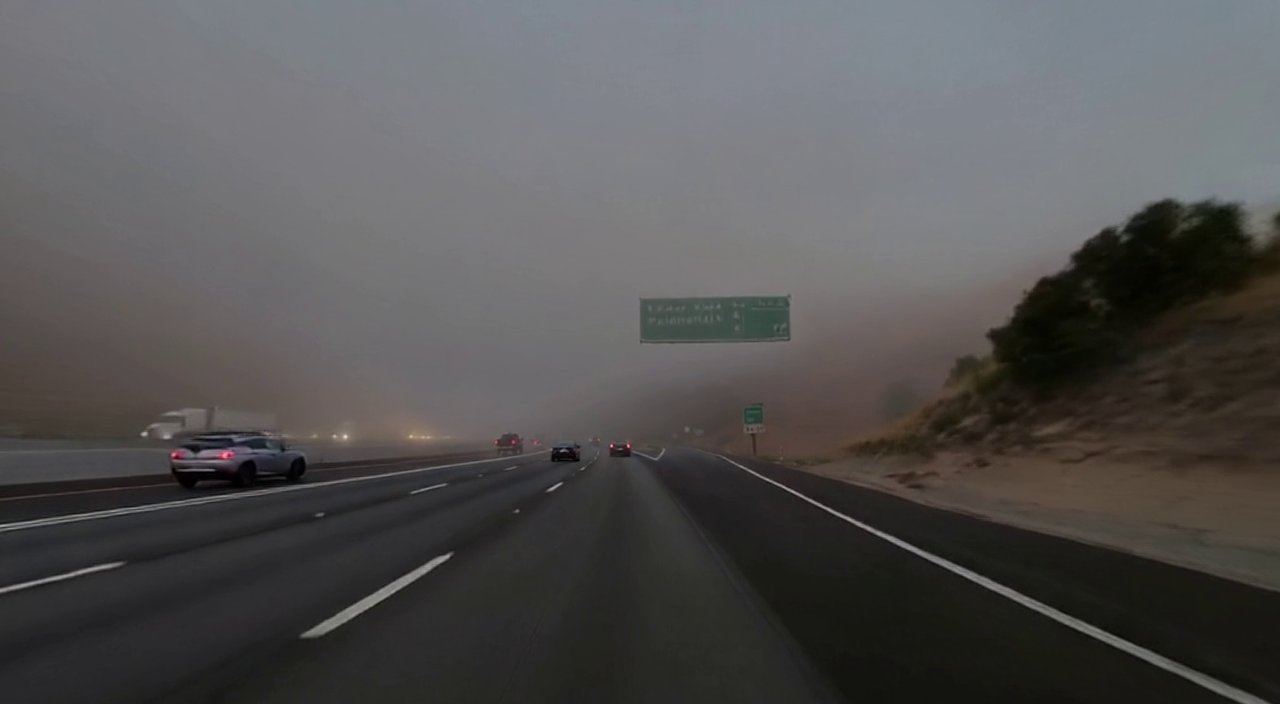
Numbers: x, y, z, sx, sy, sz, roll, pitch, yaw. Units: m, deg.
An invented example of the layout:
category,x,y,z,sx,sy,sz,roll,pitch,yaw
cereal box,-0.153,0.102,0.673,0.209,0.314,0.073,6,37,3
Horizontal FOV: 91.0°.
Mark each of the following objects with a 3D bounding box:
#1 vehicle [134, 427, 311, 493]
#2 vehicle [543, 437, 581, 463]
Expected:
category,x,y,z,sx,sy,sz,roll,pitch,yaw
vehicle,-11.704,3.066,18.138,2.047,1.645,4.451,0,-8,-1
vehicle,-5.125,6.502,41.820,2.060,1.631,4.214,0,-8,-1
